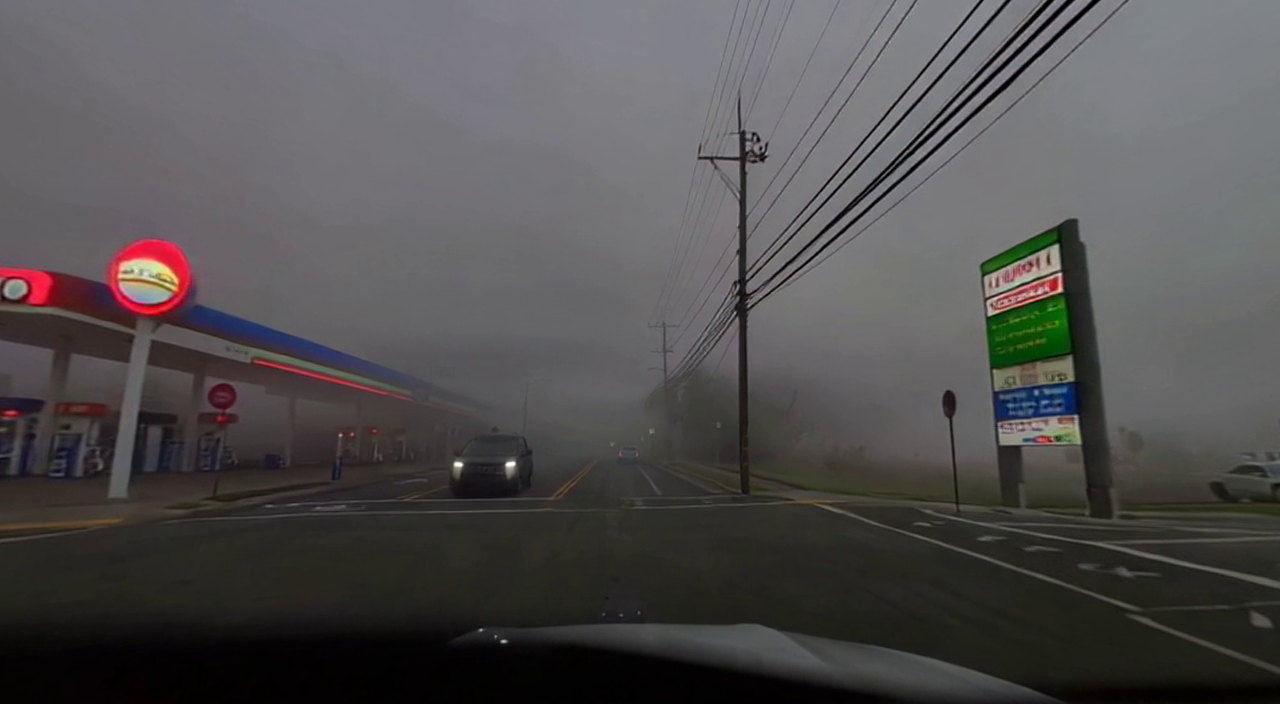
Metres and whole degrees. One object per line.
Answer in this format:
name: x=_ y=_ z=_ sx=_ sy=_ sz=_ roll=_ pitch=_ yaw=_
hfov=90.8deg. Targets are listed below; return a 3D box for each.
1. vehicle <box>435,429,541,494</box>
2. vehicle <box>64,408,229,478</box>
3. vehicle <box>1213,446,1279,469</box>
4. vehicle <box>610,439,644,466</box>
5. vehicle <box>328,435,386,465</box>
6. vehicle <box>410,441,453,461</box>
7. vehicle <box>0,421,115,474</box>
vehicle: x=-4.741 y=3.484 z=20.552 sx=2.274 sy=1.844 sz=4.843 roll=0 pitch=-8 yaw=-1
vehicle: x=-18.026 y=3.390 z=23.491 sx=2.499 sy=2.309 sz=4.613 roll=0 pitch=-9 yaw=-3
vehicle: x=43.014 y=7.307 z=43.920 sx=1.826 sy=1.508 sz=4.639 roll=1 pitch=-9 yaw=-2
vehicle: x=-0.909 y=6.581 z=41.557 sx=2.000 sy=1.663 sz=4.271 roll=1 pitch=-8 yaw=-3
vehicle: x=-18.110 y=6.298 z=40.672 sx=1.890 sy=1.761 sz=4.578 roll=1 pitch=-8 yaw=-4
vehicle: x=-15.758 y=7.521 z=47.939 sx=1.947 sy=1.435 sz=4.606 roll=0 pitch=-8 yaw=-3
vehicle: x=-20.361 y=3.235 z=21.249 sx=1.913 sy=1.591 sz=4.374 roll=2 pitch=-10 yaw=-7
